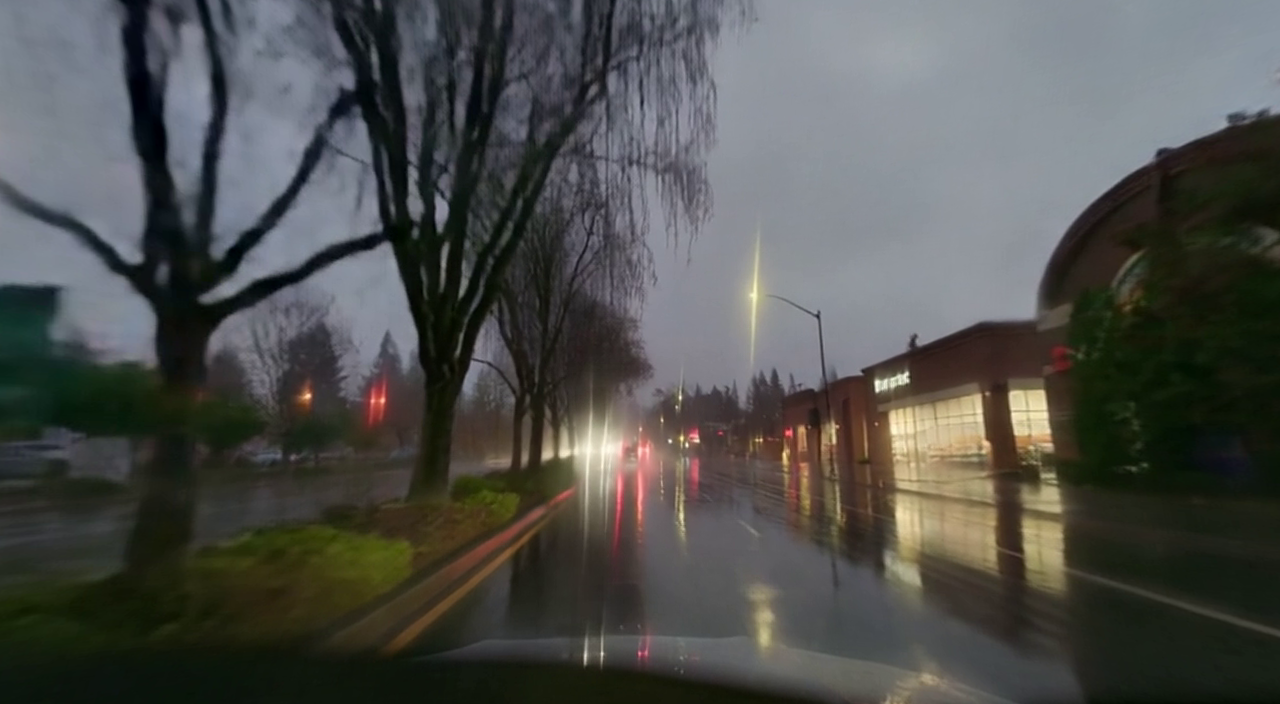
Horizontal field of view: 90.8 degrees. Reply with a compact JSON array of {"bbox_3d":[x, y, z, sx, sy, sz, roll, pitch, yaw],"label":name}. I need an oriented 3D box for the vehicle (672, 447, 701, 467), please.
[{"bbox_3d":[3.589,8.160,49.440,1.910,1.474,4.003,0,-9,-2],"label":"vehicle"}]

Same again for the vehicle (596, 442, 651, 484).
[{"bbox_3d":[-0.612,4.357,25.037,2.006,1.487,3.535,0,-9,0],"label":"vehicle"}]
